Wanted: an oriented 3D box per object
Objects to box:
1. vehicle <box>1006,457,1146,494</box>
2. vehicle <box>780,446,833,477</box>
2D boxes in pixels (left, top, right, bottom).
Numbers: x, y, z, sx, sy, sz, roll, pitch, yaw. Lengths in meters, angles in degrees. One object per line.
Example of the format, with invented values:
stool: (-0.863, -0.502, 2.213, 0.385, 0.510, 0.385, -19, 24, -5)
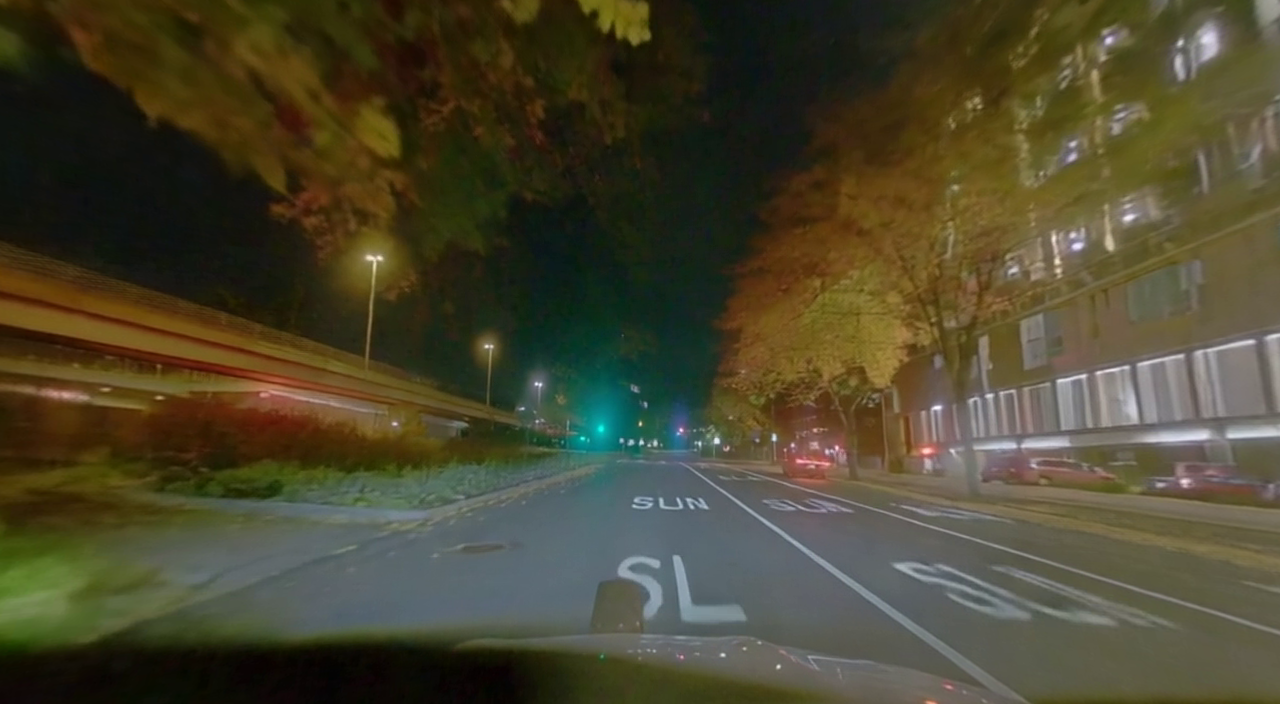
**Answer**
vehicle: (19.881, 5.632, 28.924, 4.635, 1.552, 2.334, 0, -9, 2)
vehicle: (10.854, 7.147, 41.320, 2.187, 1.871, 4.576, 0, -8, 0)
